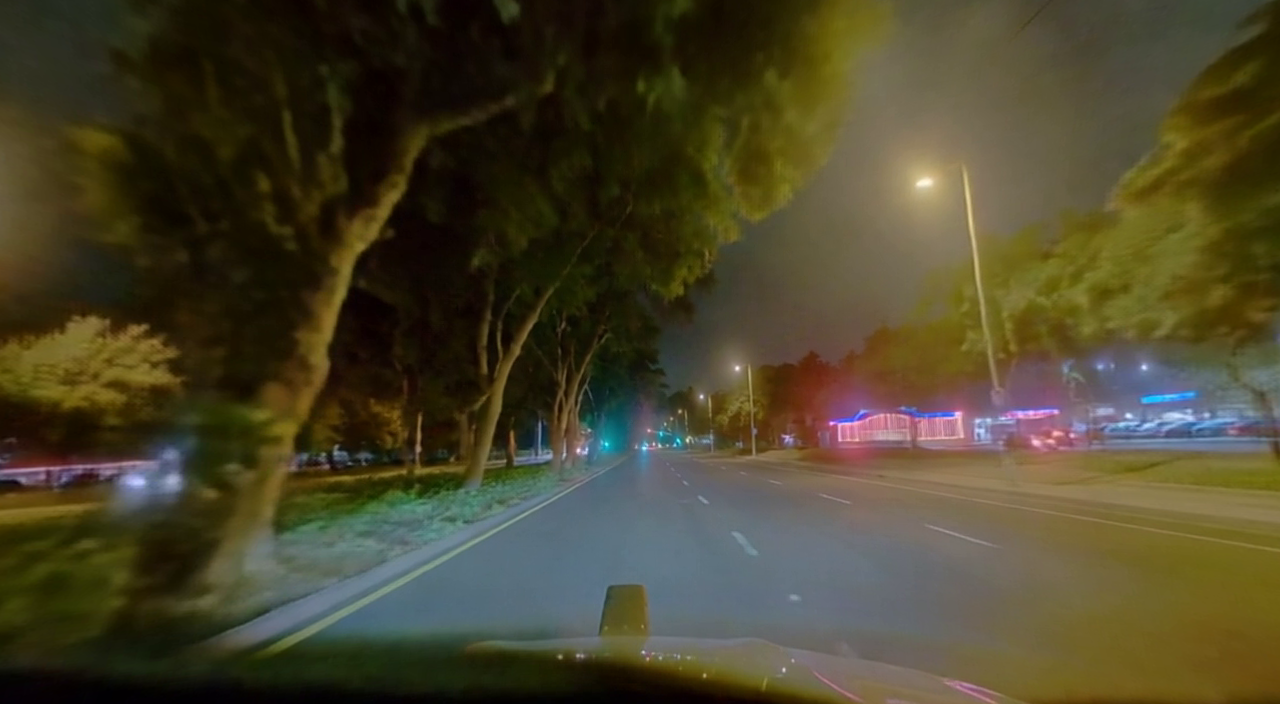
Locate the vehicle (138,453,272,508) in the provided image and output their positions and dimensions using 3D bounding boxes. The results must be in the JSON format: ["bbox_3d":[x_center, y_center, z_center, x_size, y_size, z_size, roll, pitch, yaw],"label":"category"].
[{"bbox_3d":[-14.346,4.209,21.231,2.129,1.494,5.184,2,-9,-16],"label":"vehicle"}]
